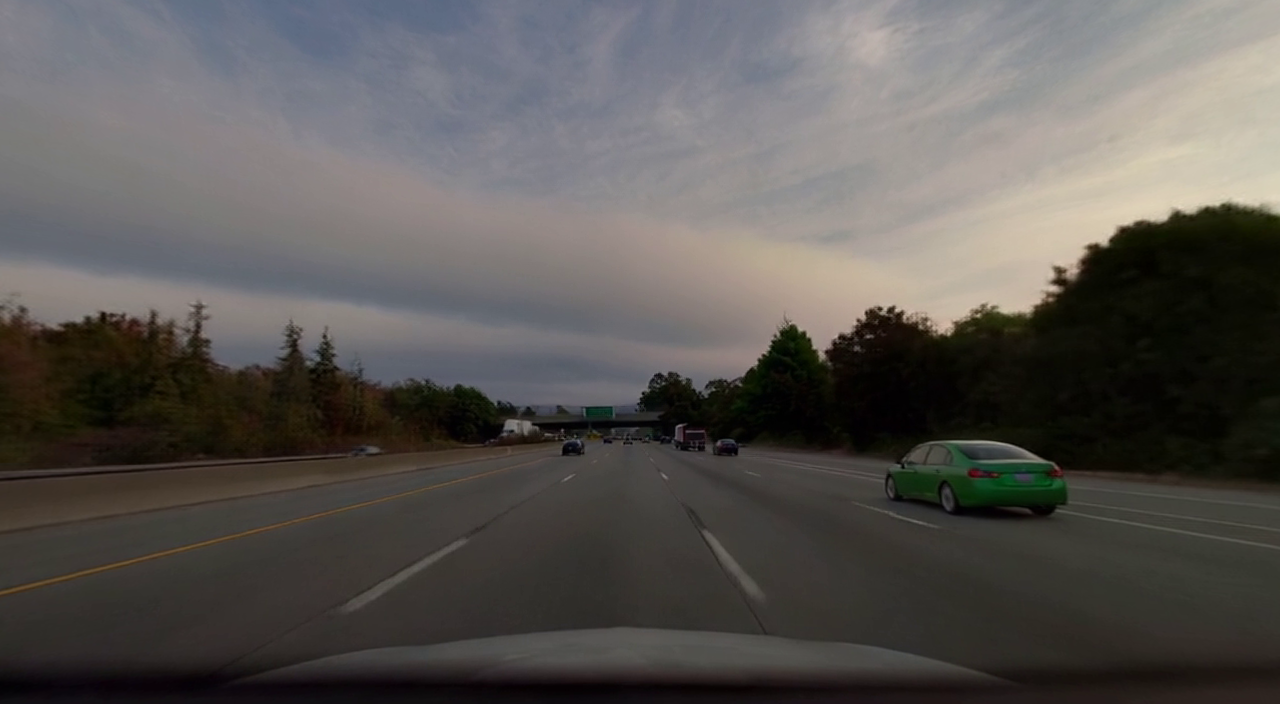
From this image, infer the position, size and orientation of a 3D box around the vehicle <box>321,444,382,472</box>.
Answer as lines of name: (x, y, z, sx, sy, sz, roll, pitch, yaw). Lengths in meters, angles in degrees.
vehicle: (-16.204, 5.939, 35.538, 1.729, 1.424, 3.547, 0, -8, 0)

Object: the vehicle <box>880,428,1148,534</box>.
vehicle: (6.142, 2.124, 11.122, 2.028, 1.488, 4.236, 0, -8, -2)

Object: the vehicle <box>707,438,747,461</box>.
vehicle: (5.660, 6.391, 41.509, 1.920, 1.436, 3.890, 0, -8, -2)

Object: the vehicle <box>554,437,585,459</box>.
vehicle: (-5.263, 7.164, 47.376, 1.966, 1.570, 3.859, 0, -8, -1)
